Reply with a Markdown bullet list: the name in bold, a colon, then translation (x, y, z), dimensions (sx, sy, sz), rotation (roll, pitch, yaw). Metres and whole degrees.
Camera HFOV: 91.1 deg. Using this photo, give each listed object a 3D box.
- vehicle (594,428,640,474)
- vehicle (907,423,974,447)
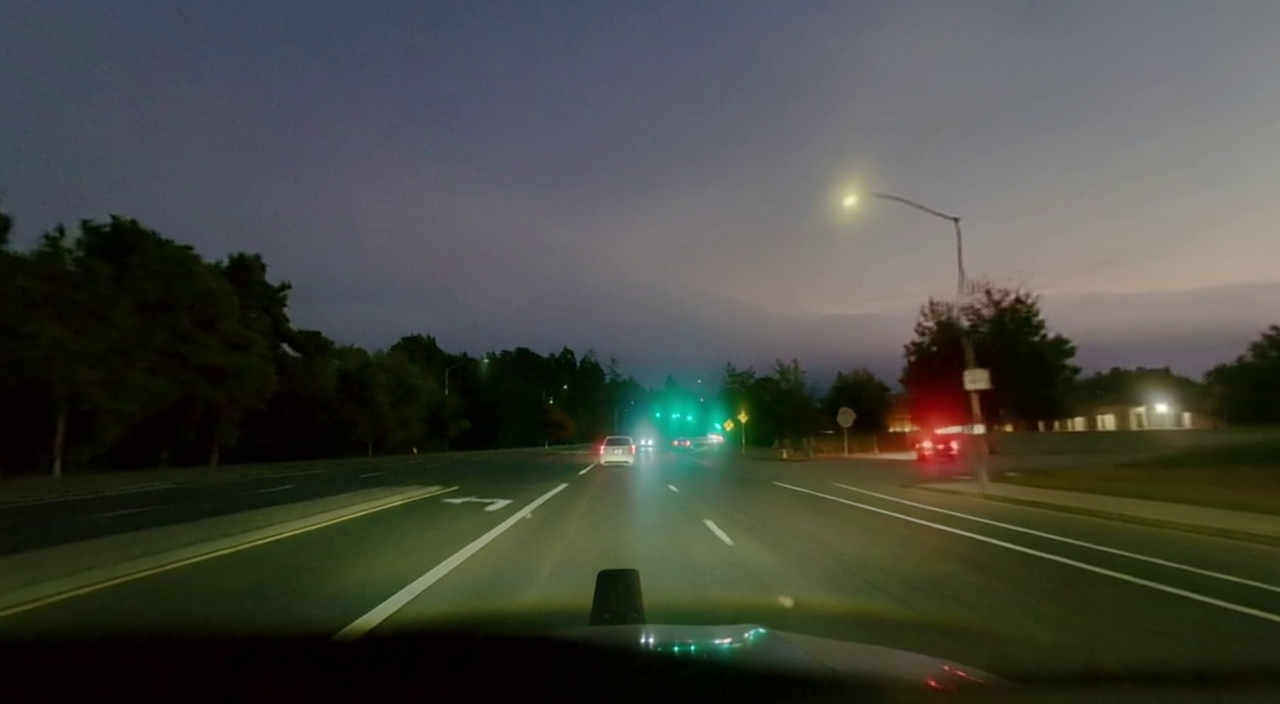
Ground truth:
- **vehicle**: translation (-1.046, 4.724, 30.180), dimensions (2.072, 2.002, 4.391), rotation (0, -8, -1)
- **vehicle**: translation (21.759, 6.073, 45.642), dimensions (1.826, 1.621, 4.546), rotation (2, -9, -15)
